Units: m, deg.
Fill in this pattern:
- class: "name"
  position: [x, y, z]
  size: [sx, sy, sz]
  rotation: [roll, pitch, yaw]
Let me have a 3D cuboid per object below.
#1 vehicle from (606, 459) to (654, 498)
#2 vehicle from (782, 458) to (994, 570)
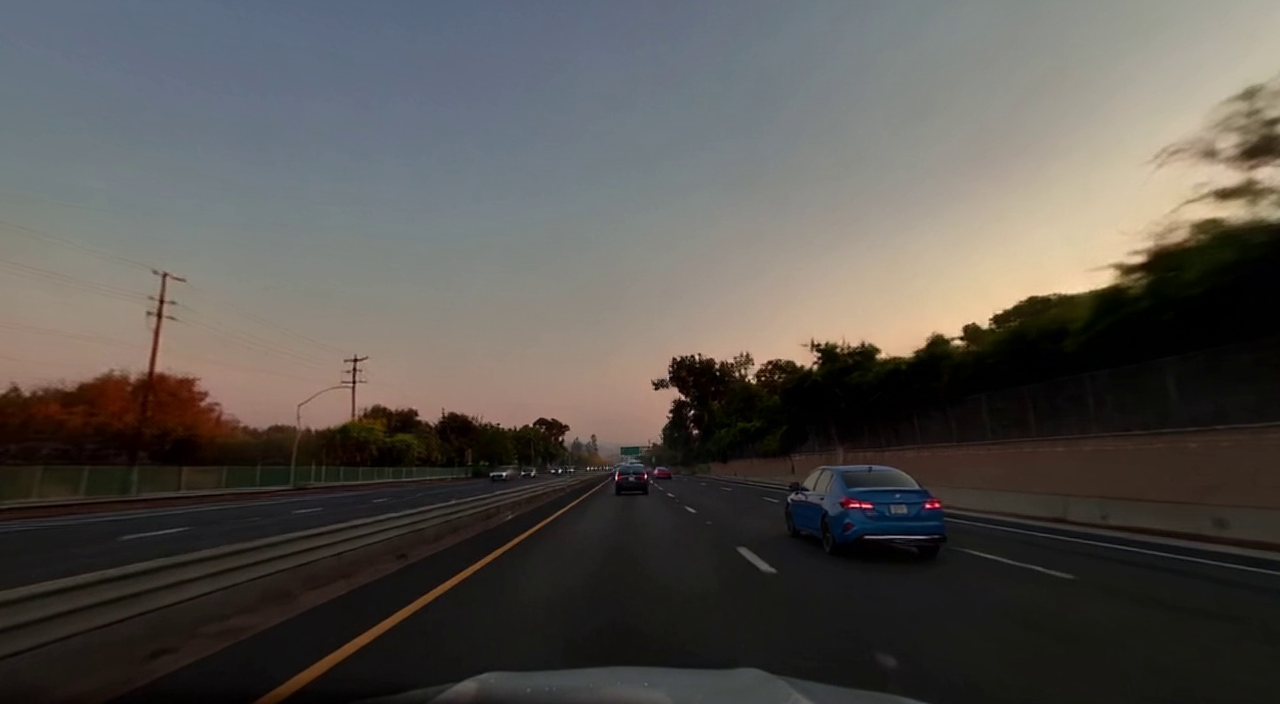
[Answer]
- class: "vehicle"
  position: [-0.458, 5.772, 28.972]
  size: [2.037, 1.605, 3.833]
  rotation: [1, -11, -1]
- class: "vehicle"
  position: [3.909, 2.636, 10.830]
  size: [1.938, 1.494, 4.032]
  rotation: [1, -11, -1]
